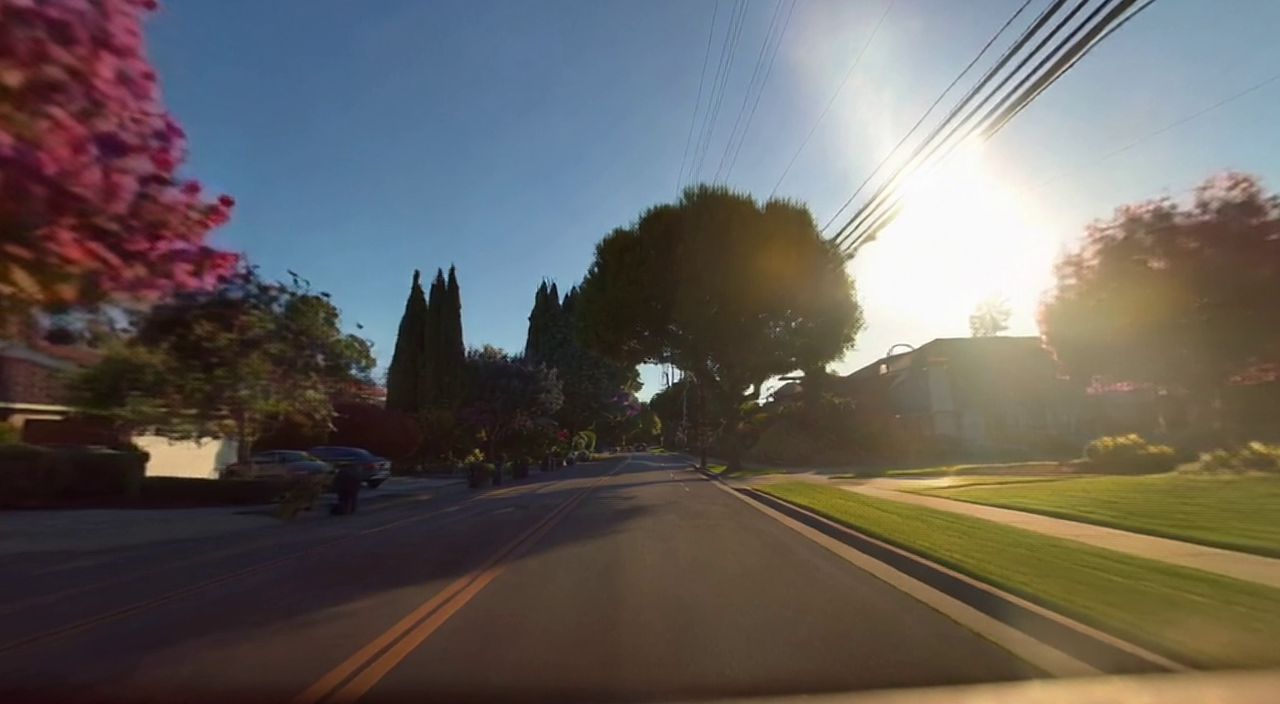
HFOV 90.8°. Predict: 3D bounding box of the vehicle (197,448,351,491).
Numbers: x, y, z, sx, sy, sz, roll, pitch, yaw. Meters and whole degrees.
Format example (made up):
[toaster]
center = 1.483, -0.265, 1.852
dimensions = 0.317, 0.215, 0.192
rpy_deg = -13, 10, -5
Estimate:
[vehicle]
center = -14.050, 4.528, 24.522
dimensions = 4.554, 1.535, 2.261
rpy_deg = 0, -9, -3
